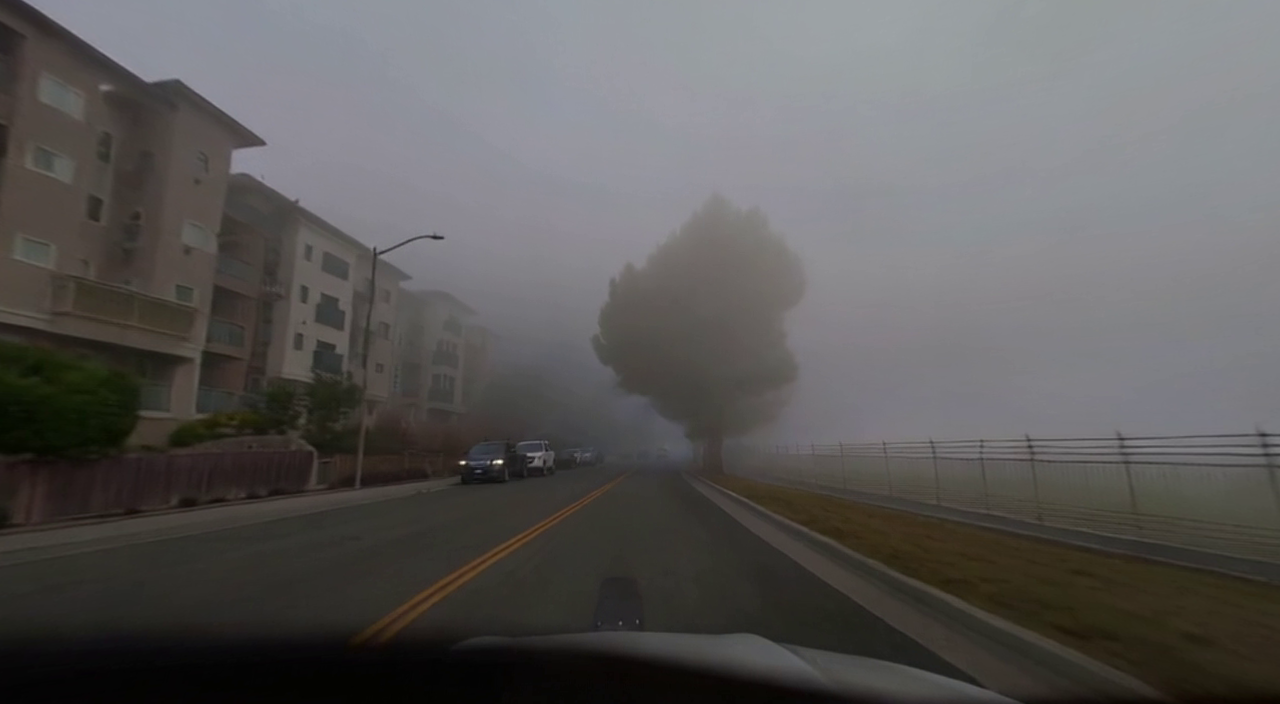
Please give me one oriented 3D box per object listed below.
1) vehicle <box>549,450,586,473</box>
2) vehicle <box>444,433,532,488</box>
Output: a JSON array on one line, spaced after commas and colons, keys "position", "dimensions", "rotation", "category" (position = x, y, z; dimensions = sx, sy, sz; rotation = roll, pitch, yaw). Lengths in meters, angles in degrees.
[{"position": [-5.228, 7.961, 46.178], "dimensions": [1.914, 1.417, 4.750], "rotation": [2, -8, 3], "category": "vehicle"}, {"position": [-6.100, 4.434, 26.104], "dimensions": [2.192, 1.965, 4.917], "rotation": [2, -9, 2], "category": "vehicle"}]
